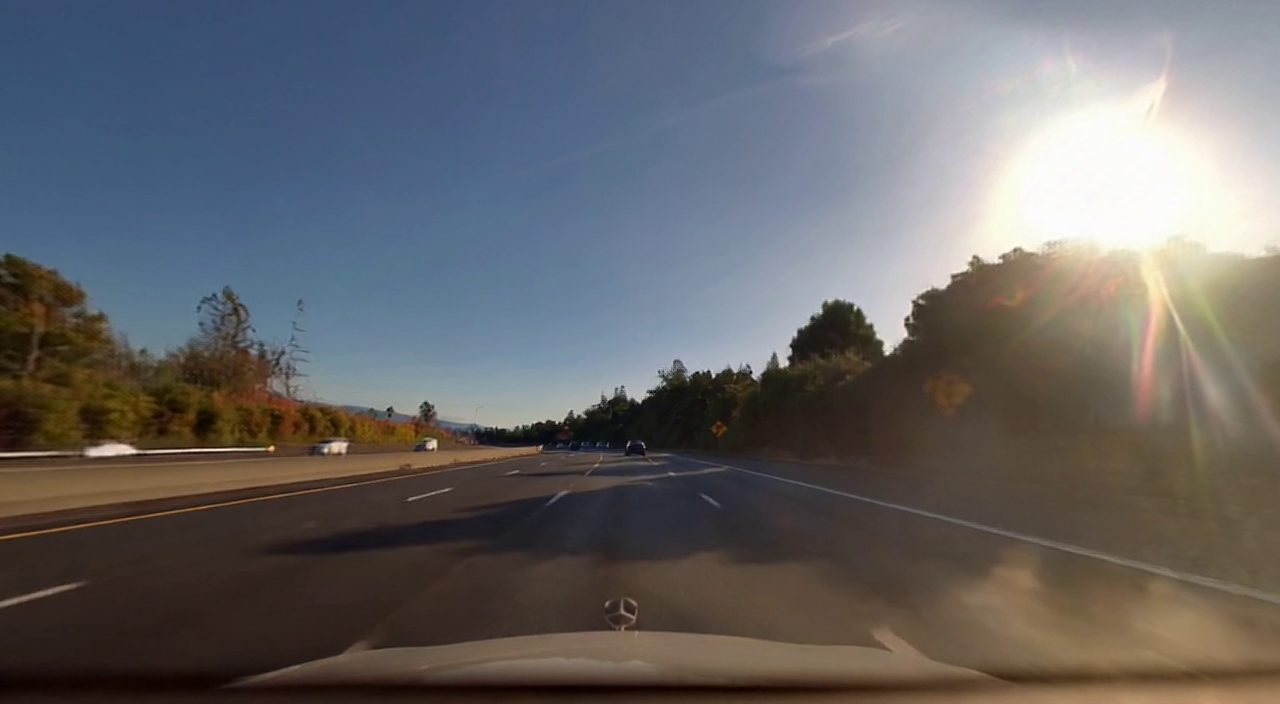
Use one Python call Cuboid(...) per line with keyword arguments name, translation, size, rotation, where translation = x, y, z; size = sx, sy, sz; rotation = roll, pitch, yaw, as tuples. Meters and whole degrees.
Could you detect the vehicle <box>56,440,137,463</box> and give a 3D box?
Cuboid(name="vehicle", translation=(-38.464, 7.025, 44.879), size=(1.805, 1.506, 4.667), rotation=(0, -8, -3))
